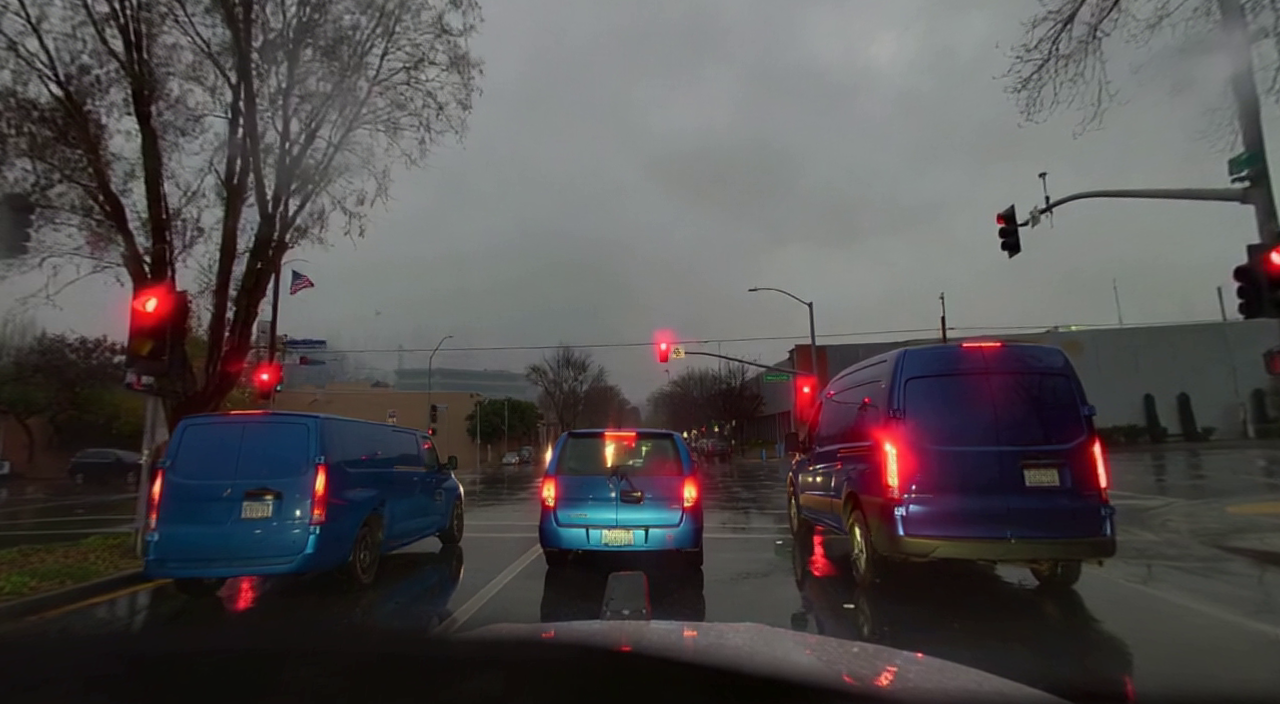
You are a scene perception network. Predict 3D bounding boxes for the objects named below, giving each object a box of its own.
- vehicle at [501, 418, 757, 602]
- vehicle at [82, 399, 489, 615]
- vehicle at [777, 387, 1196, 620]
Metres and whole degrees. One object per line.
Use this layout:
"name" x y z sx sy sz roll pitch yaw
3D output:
"vehicle" -0.139 1.616 7.325 2.098 1.494 4.118 0 -9 -1
"vehicle" -3.303 1.520 7.042 2.024 1.677 3.998 -1 -9 3
"vehicle" 3.091 1.467 7.019 2.178 1.746 4.400 0 -9 1
